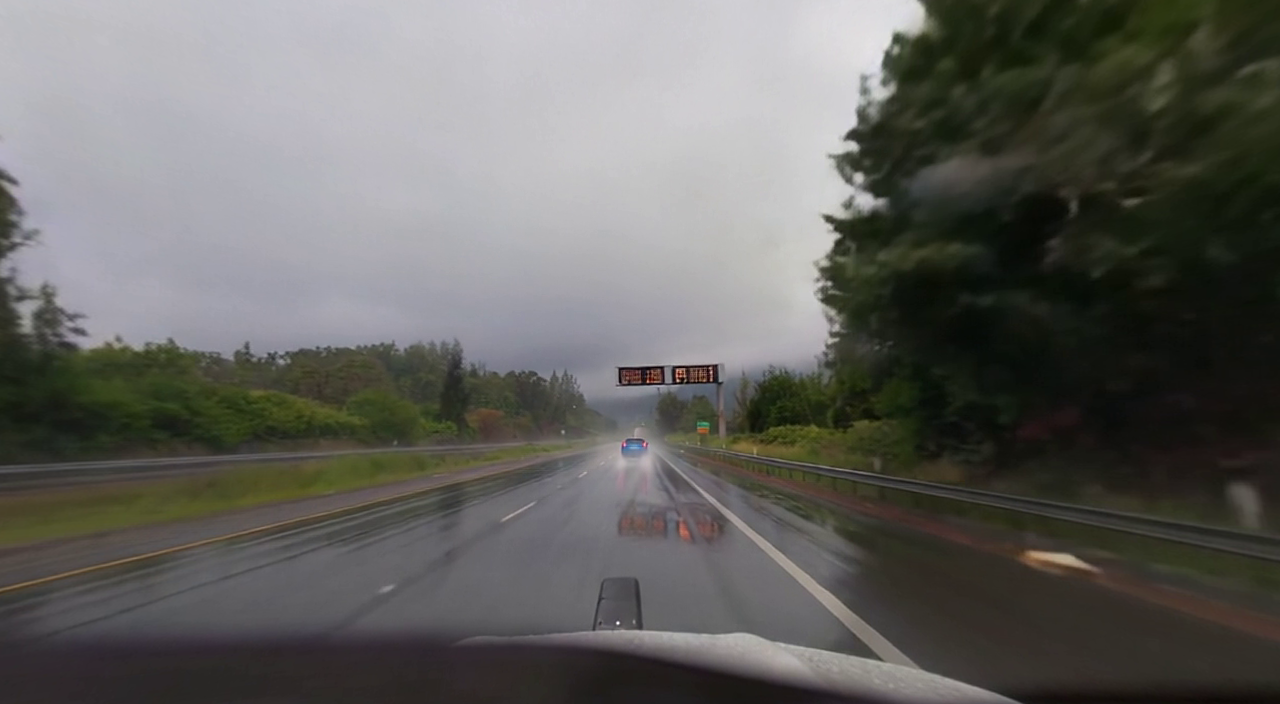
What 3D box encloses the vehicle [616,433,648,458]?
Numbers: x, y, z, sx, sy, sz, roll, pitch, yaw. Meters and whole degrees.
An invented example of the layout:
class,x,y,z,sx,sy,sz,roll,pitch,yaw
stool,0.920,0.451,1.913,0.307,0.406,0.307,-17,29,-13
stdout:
class,x,y,z,sx,sy,sz,roll,pitch,yaw
vehicle,-0.584,6.648,44.853,2.180,1.717,4.139,0,-8,-1
